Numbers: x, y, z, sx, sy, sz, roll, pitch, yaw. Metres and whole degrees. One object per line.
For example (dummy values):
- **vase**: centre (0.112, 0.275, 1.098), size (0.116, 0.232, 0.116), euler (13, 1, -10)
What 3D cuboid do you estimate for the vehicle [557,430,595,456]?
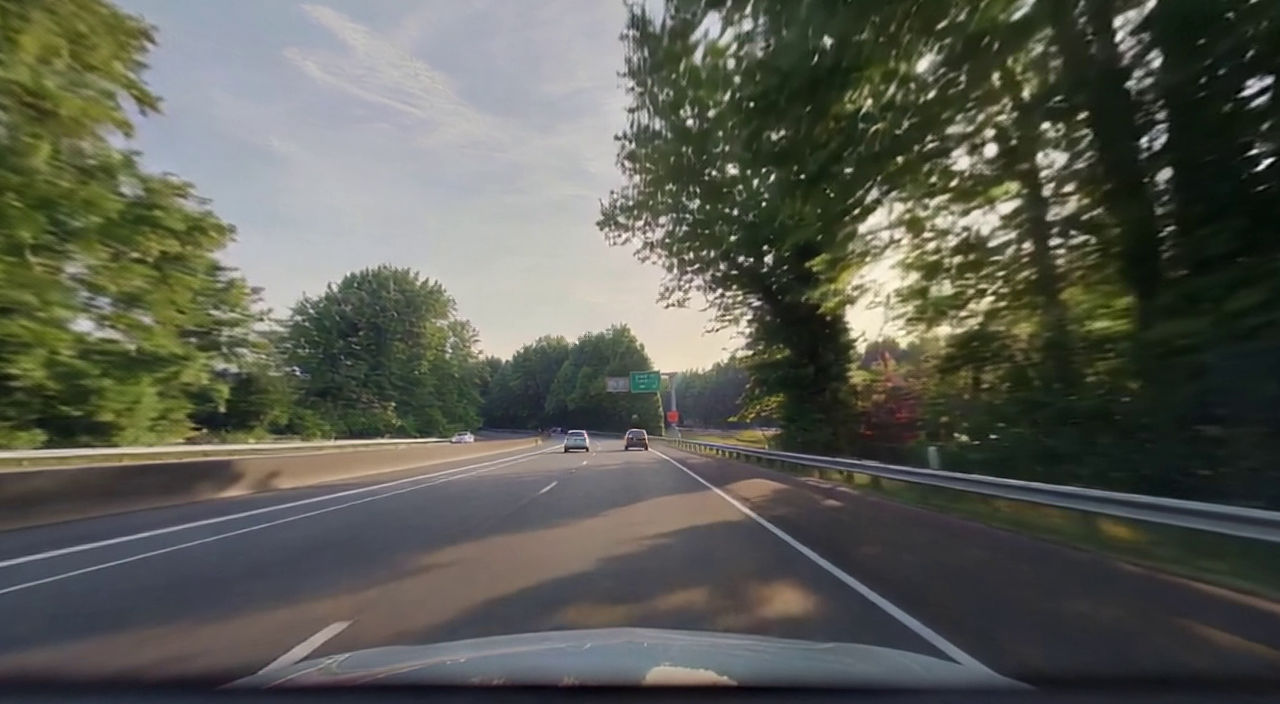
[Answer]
- **vehicle**: centre (-4.170, 6.022, 41.733), size (2.055, 1.610, 4.116), euler (0, -8, 0)

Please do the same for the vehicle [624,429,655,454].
- **vehicle**: centre (-0.019, 6.575, 46.362), size (2.170, 1.790, 4.490), euler (0, -8, 0)
